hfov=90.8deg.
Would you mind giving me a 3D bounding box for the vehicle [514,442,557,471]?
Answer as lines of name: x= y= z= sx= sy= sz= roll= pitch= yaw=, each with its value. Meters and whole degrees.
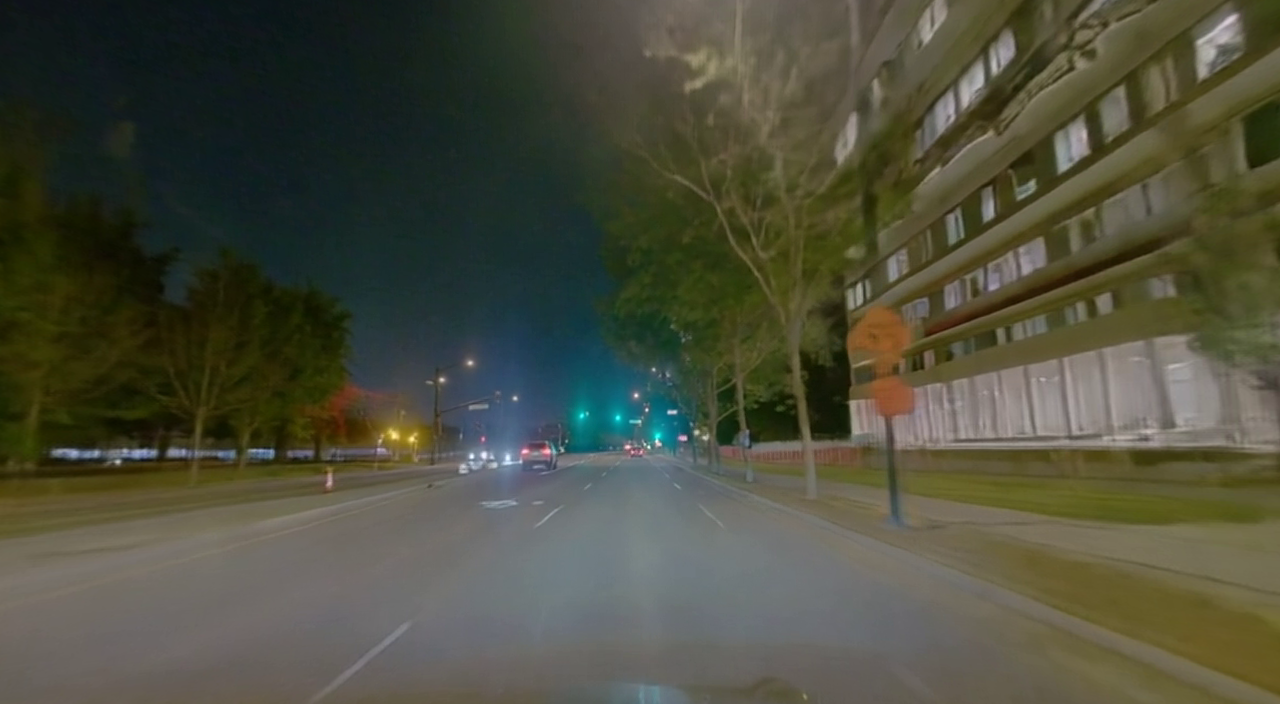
vehicle: x=-6.500 y=6.565 z=39.735 sx=2.076 sy=1.724 sz=4.188 roll=0 pitch=-9 yaw=-2
